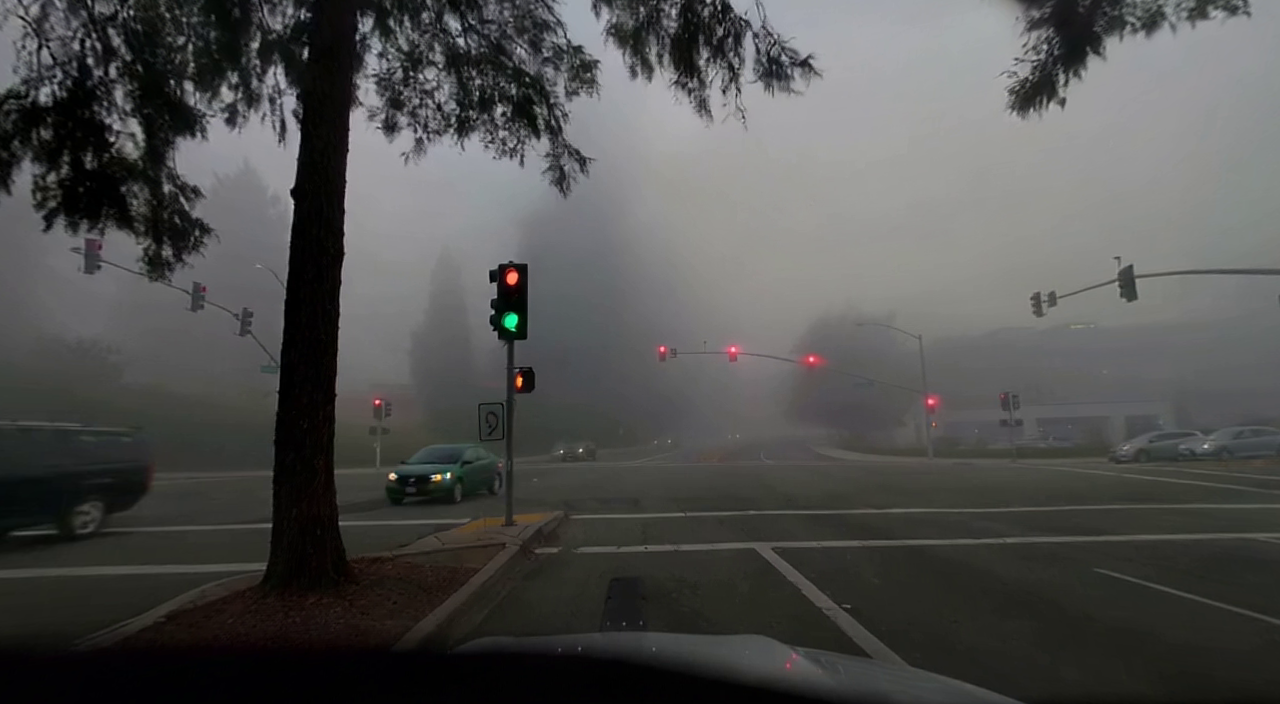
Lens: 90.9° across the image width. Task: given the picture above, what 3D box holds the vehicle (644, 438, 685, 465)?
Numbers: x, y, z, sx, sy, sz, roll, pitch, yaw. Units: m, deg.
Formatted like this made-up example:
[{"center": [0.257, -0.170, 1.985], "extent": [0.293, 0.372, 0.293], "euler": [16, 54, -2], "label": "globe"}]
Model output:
[{"center": [1.726, 6.774, 43.262], "extent": [2.197, 1.739, 4.177], "euler": [-2, -8, 10], "label": "vehicle"}]

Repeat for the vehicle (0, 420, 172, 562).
[{"center": [-8.832, 1.743, 8.035], "extent": [2.198, 1.703, 4.461], "euler": [0, -8, 2], "label": "vehicle"}]

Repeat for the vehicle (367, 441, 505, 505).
[{"center": [-5.286, 3.186, 17.135], "extent": [2.016, 1.474, 4.634], "euler": [-1, -8, 3], "label": "vehicle"}]

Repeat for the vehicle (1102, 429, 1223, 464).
[{"center": [25.910, 4.683, 31.365], "extent": [4.441, 1.674, 2.035], "euler": [1, -8, -8], "label": "vehicle"}]

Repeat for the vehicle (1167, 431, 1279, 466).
[{"center": [26.301, 4.247, 27.888], "extent": [4.644, 1.470, 1.922], "euler": [1, -8, -10], "label": "vehicle"}]

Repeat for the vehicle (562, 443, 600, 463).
[{"center": [-4.485, 7.726, 48.441], "extent": [1.877, 1.481, 3.853], "euler": [-2, -8, 11], "label": "vehicle"}]
